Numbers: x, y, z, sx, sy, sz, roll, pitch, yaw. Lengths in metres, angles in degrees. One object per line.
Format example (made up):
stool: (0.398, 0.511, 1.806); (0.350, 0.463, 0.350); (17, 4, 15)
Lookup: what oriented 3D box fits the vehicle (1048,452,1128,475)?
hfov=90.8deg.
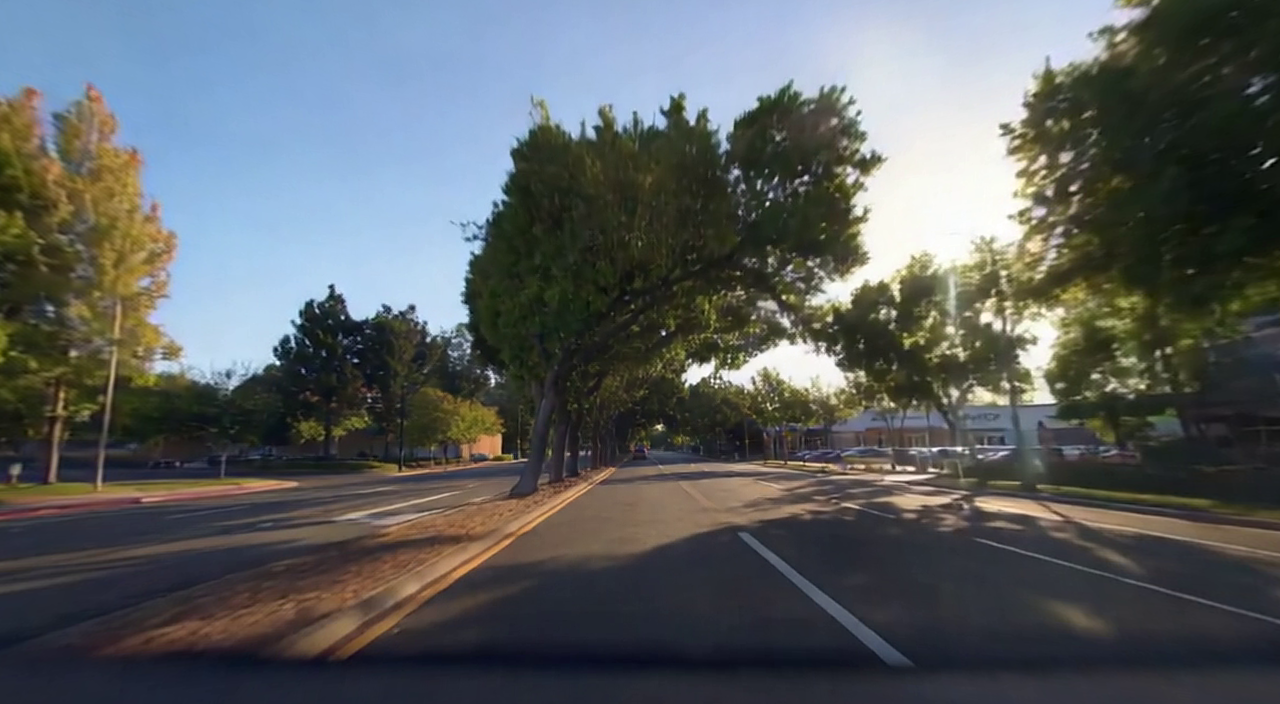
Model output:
vehicle: (31.858, 7.905, 45.141); (2.058, 1.498, 4.870); (0, -8, -1)

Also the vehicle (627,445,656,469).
vehicle: (0.101, 7.873, 47.624); (2.095, 1.647, 4.205); (0, -8, 0)

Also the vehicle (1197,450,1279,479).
vehicle: (37.568, 6.938, 39.208); (1.916, 1.596, 4.358); (0, -8, 0)
